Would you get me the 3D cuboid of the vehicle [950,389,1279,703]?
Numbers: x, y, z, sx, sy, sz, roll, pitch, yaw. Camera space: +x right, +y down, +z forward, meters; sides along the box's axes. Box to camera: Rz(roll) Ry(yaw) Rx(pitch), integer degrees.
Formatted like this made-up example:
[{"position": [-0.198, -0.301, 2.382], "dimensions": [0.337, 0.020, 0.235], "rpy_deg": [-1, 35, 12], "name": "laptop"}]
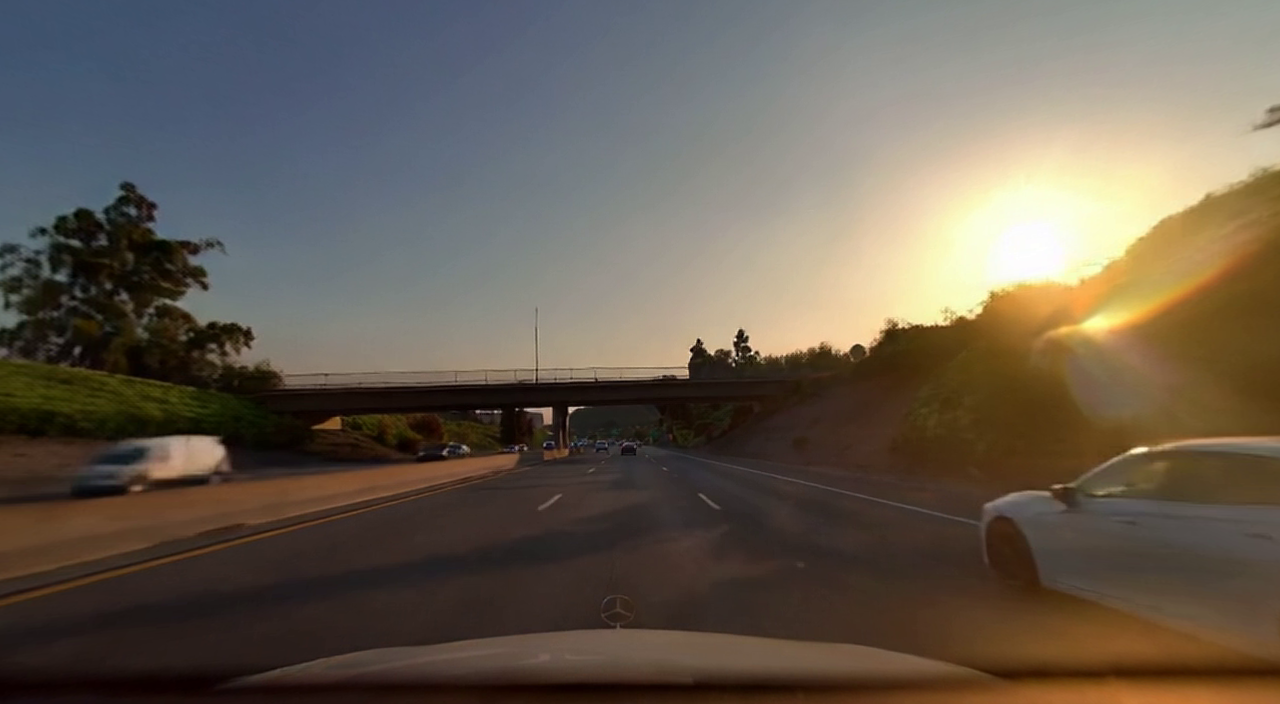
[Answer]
[{"position": [3.680, 0.980, 3.087], "dimensions": [2.079, 1.515, 4.196], "rpy_deg": [0, -8, -2], "name": "vehicle"}]
